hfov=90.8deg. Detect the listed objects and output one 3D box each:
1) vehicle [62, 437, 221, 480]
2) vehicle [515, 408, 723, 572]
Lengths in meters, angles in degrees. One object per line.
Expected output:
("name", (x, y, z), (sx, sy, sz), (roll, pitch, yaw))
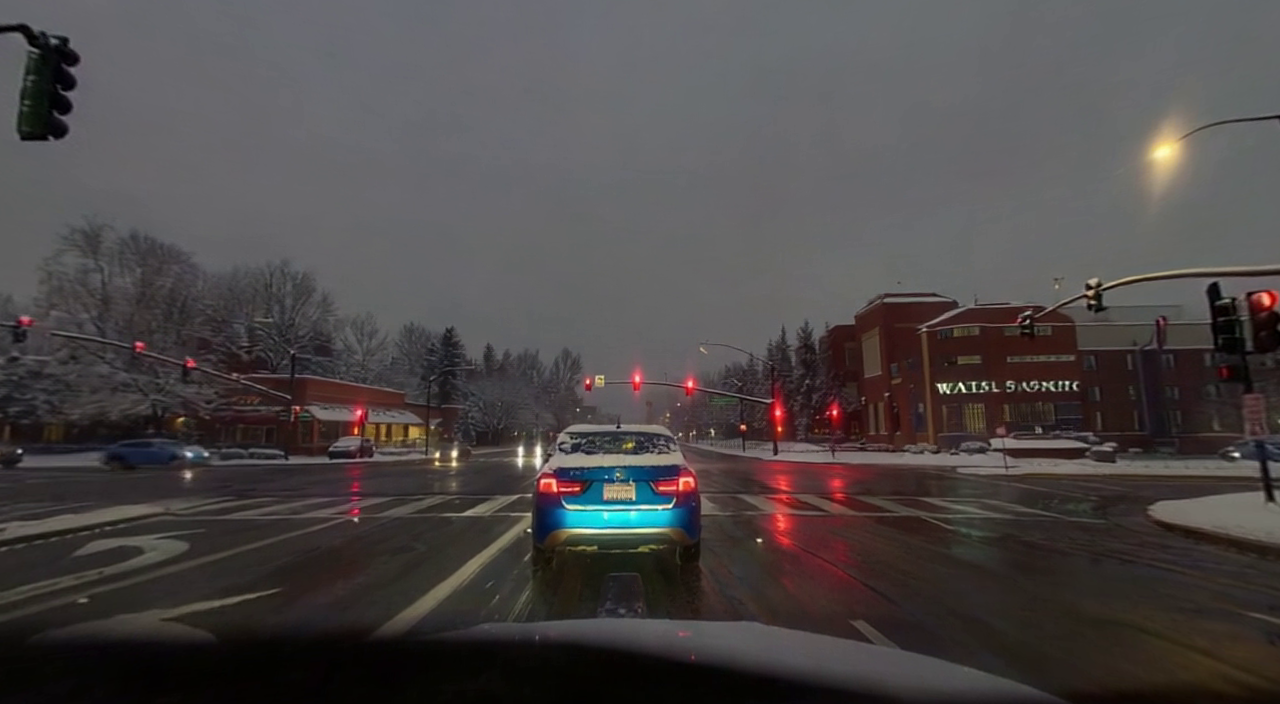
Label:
("vehicle", (-20.886, 4.471, 26.643), (4.912, 1.731, 2.022), (0, -8, -1))
("vehicle", (-0.234, 1.664, 8.332), (2.066, 1.618, 3.922), (0, -8, -1))
